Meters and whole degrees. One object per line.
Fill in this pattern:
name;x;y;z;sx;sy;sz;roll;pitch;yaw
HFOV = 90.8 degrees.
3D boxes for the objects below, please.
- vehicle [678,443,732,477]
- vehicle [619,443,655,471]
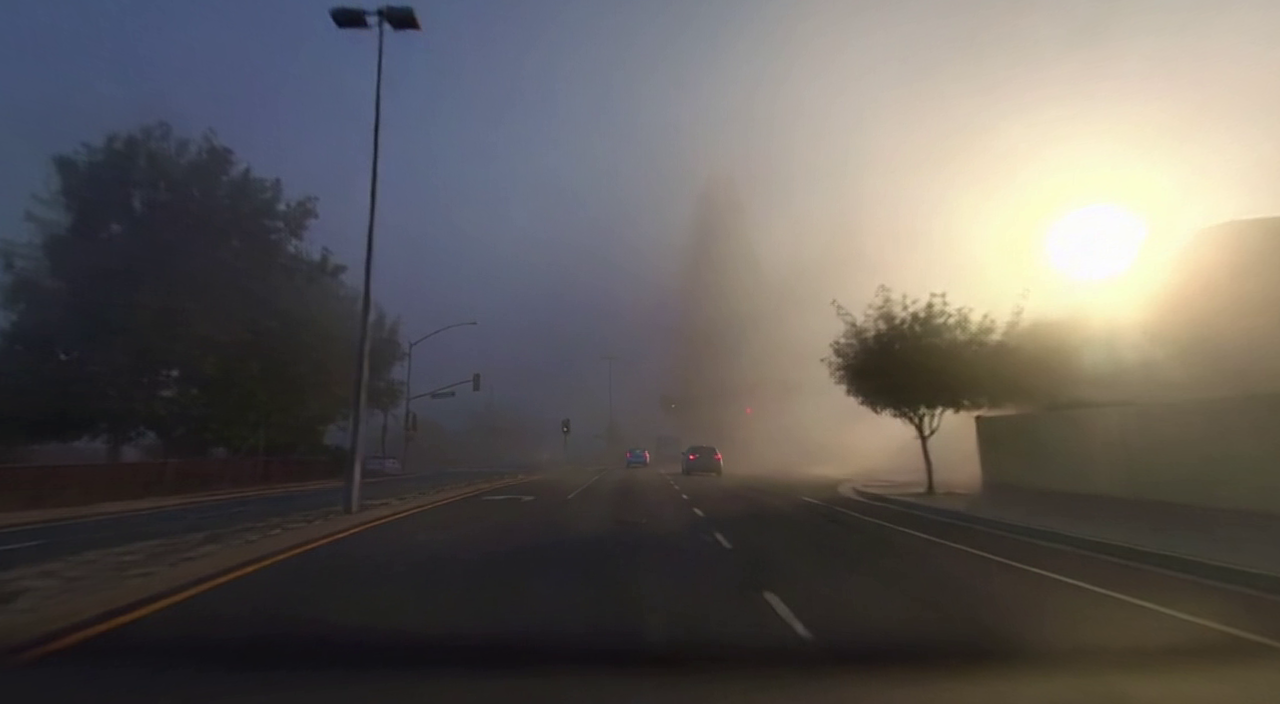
vehicle;3.038;5.124;30.351;2.057;1.496;4.401;0;-8;-1
vehicle;-0.150;6.199;37.504;2.018;1.511;3.993;0;-8;0
